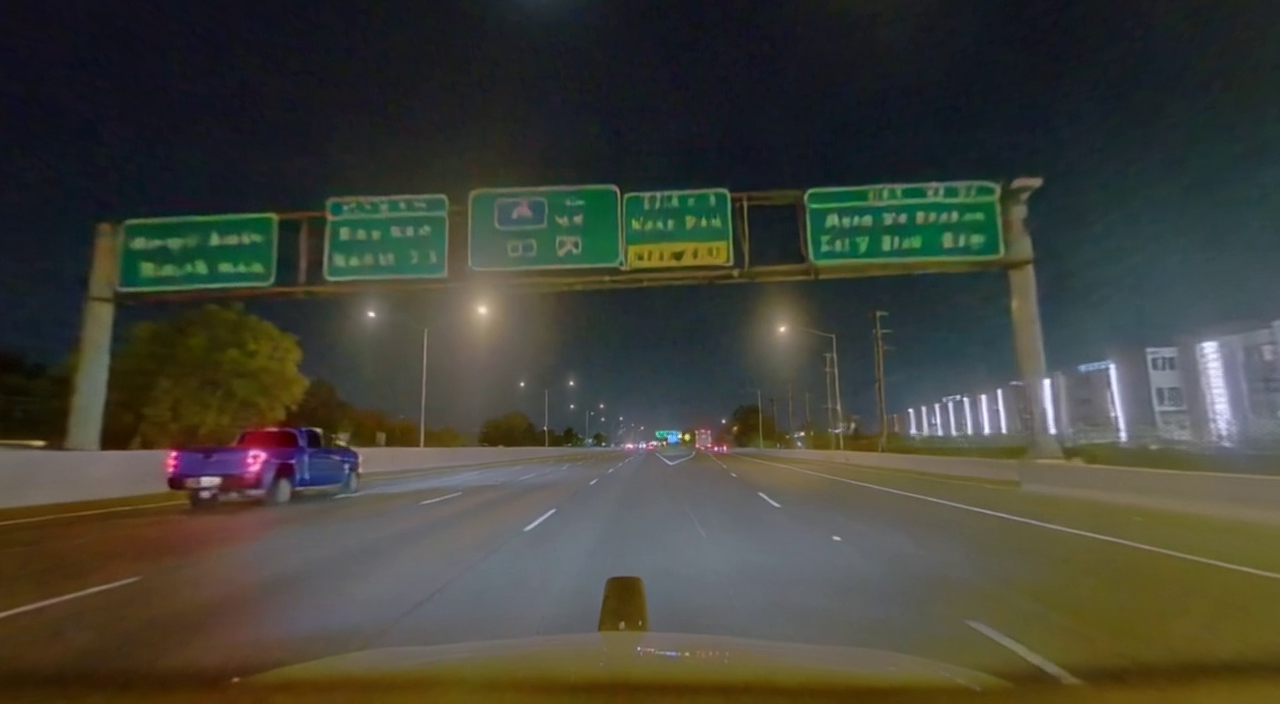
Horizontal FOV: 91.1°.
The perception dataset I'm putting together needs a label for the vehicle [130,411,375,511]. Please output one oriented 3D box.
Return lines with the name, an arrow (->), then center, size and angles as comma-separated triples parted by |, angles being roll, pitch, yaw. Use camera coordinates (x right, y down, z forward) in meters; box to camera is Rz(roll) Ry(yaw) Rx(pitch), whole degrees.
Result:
vehicle -> -9.968, 2.889, 17.134 | 2.667, 2.213, 6.081 | 0, -8, 1
